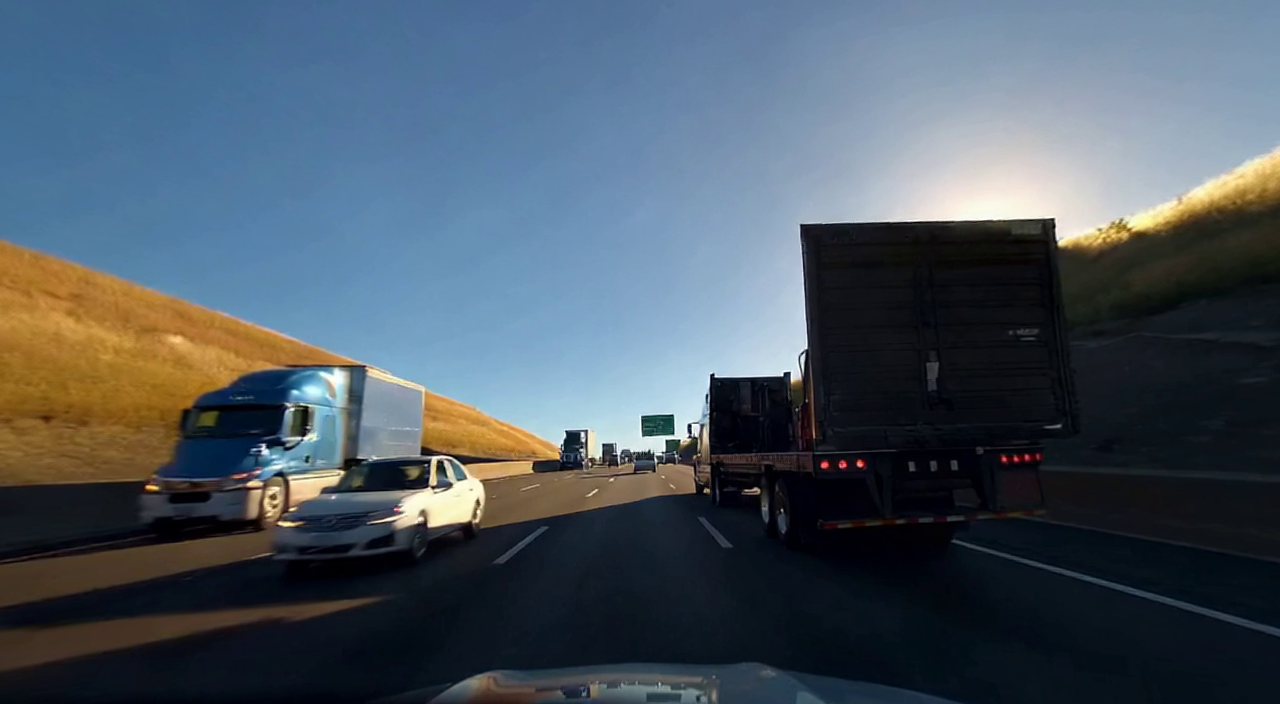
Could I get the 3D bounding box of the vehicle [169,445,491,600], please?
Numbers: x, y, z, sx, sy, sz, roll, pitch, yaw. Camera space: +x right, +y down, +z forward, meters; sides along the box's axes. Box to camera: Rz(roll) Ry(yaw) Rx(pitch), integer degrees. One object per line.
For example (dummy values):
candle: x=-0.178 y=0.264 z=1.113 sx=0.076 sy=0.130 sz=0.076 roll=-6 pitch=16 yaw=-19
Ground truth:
vehicle: x=-3.490 y=1.970 z=8.210 sx=1.982 sy=1.462 sz=4.171 roll=0 pitch=-9 yaw=1

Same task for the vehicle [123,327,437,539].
vehicle: x=-6.847 y=1.780 z=13.586 sx=2.600 sy=3.374 sz=6.892 roll=0 pitch=-8 yaw=0

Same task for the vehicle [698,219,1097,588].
vehicle: x=3.376 y=1.552 z=13.884 sx=2.845 sy=4.071 sz=14.008 roll=0 pitch=-9 yaw=0
